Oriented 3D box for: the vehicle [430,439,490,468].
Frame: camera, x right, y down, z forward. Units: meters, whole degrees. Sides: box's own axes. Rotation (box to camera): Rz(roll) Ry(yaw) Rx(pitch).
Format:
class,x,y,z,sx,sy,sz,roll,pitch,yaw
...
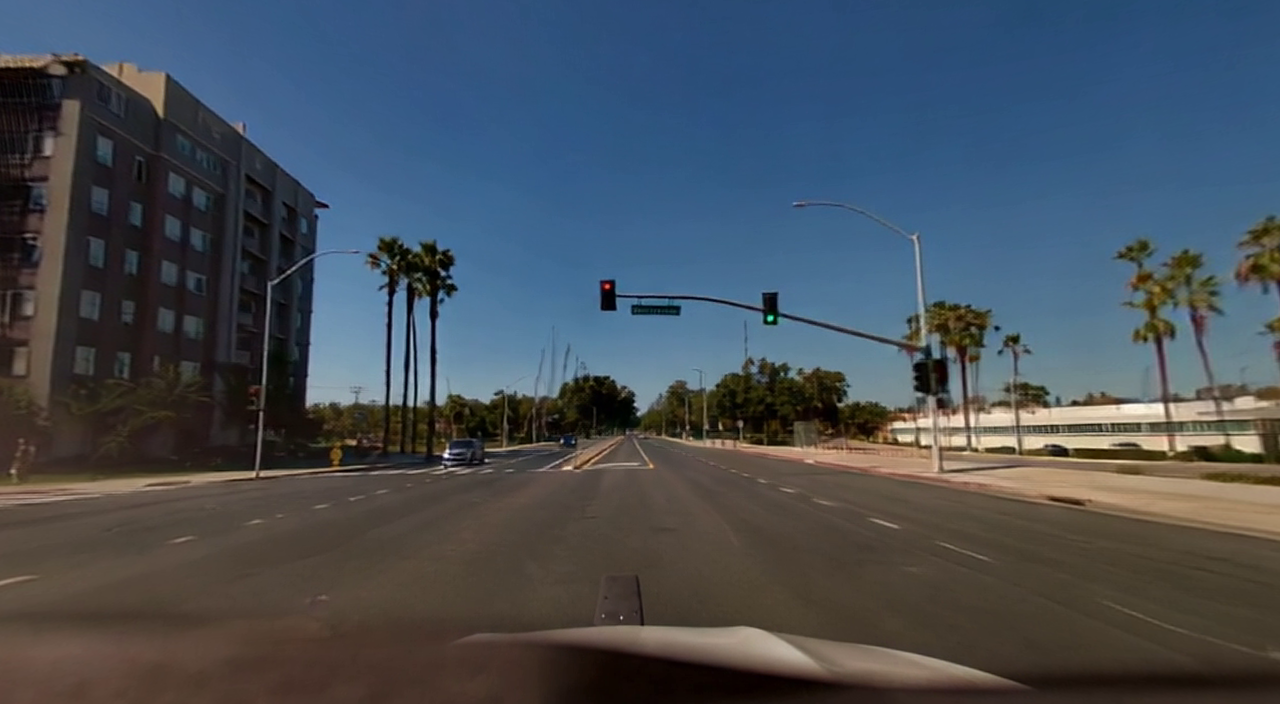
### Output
class,x,y,z,sx,sy,sz,roll,pitch,yaw
vehicle,-9.912,5.599,35.112,2.149,1.477,4.186,0,-8,-1
